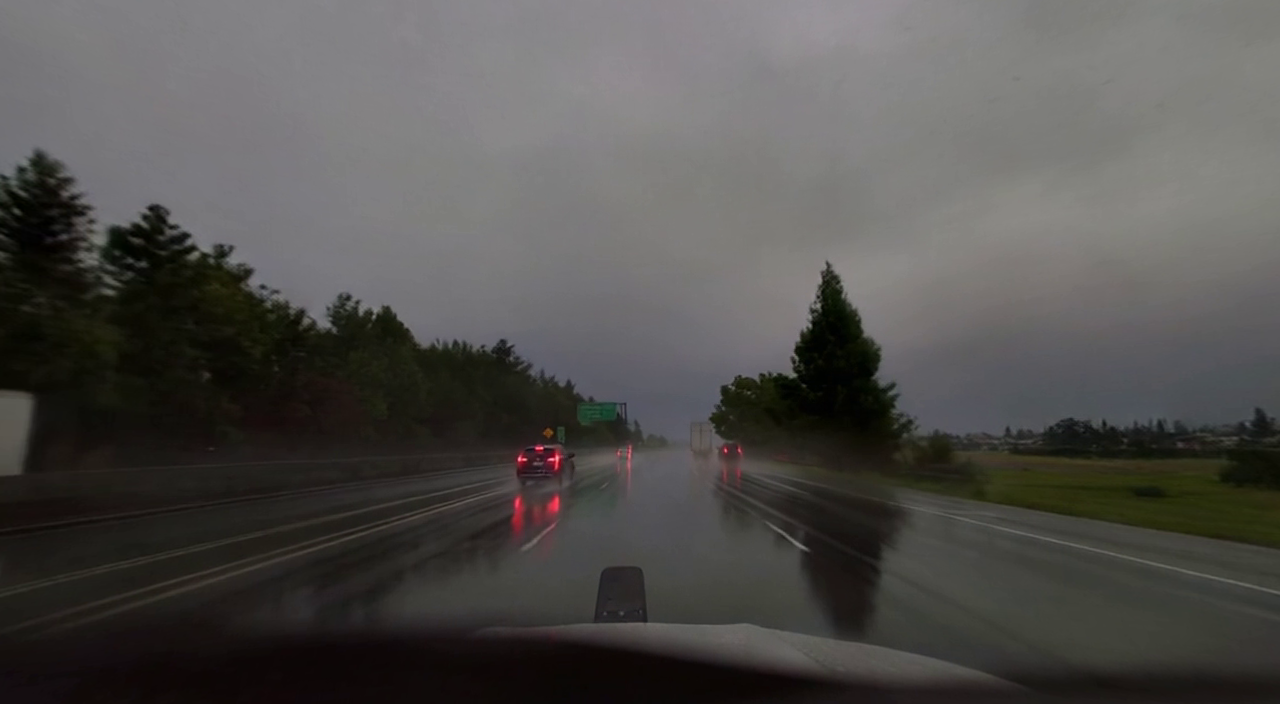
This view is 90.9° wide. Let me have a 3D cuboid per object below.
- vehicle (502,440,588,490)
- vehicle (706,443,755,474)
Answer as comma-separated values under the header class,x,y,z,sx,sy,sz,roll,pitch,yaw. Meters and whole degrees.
class,x,y,z,sx,sy,sz,roll,pitch,yaw
vehicle,-3.180,3.918,22.177,2.085,1.530,4.809,0,-9,2
vehicle,4.964,5.915,35.091,2.176,1.598,3.878,0,-9,1
